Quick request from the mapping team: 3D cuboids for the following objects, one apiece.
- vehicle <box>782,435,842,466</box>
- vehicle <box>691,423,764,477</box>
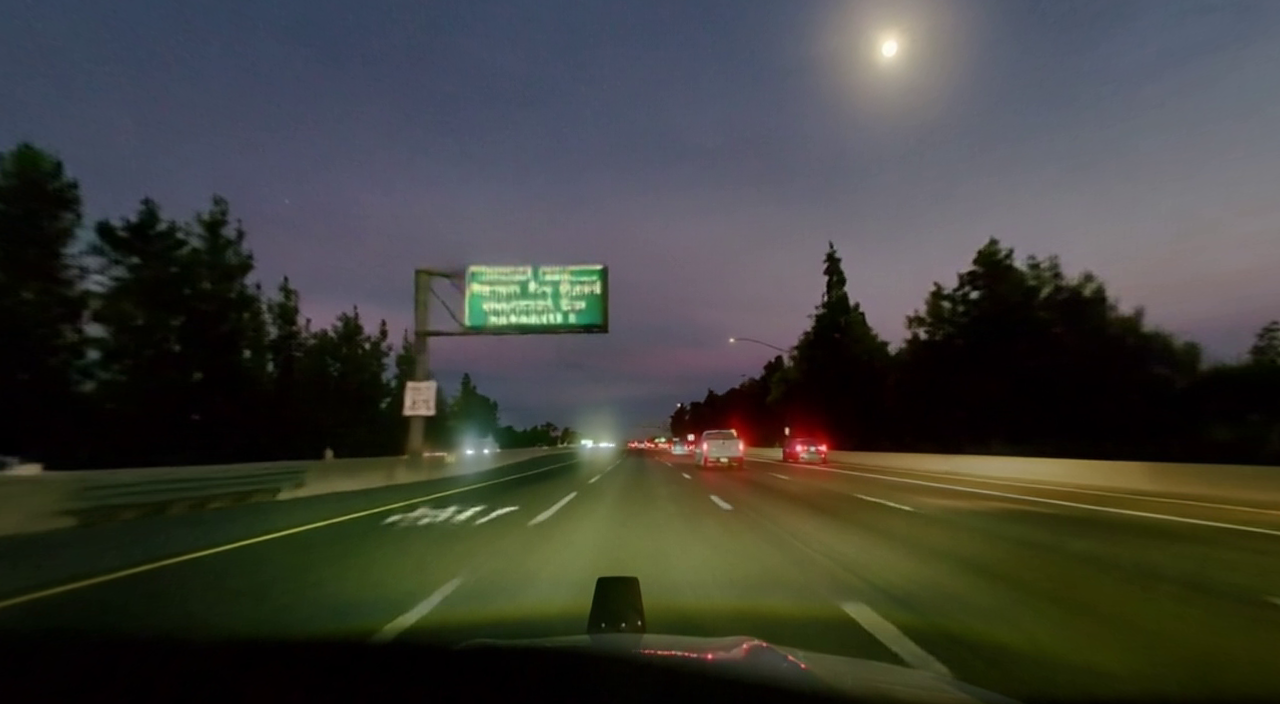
[{"bbox_3d":[9.910,5.714,36.799,2.045,1.658,4.598,0,-8,-2],"label":"vehicle"},{"bbox_3d":[3.495,4.060,26.376,2.218,1.964,5.662,0,-8,0],"label":"vehicle"}]
